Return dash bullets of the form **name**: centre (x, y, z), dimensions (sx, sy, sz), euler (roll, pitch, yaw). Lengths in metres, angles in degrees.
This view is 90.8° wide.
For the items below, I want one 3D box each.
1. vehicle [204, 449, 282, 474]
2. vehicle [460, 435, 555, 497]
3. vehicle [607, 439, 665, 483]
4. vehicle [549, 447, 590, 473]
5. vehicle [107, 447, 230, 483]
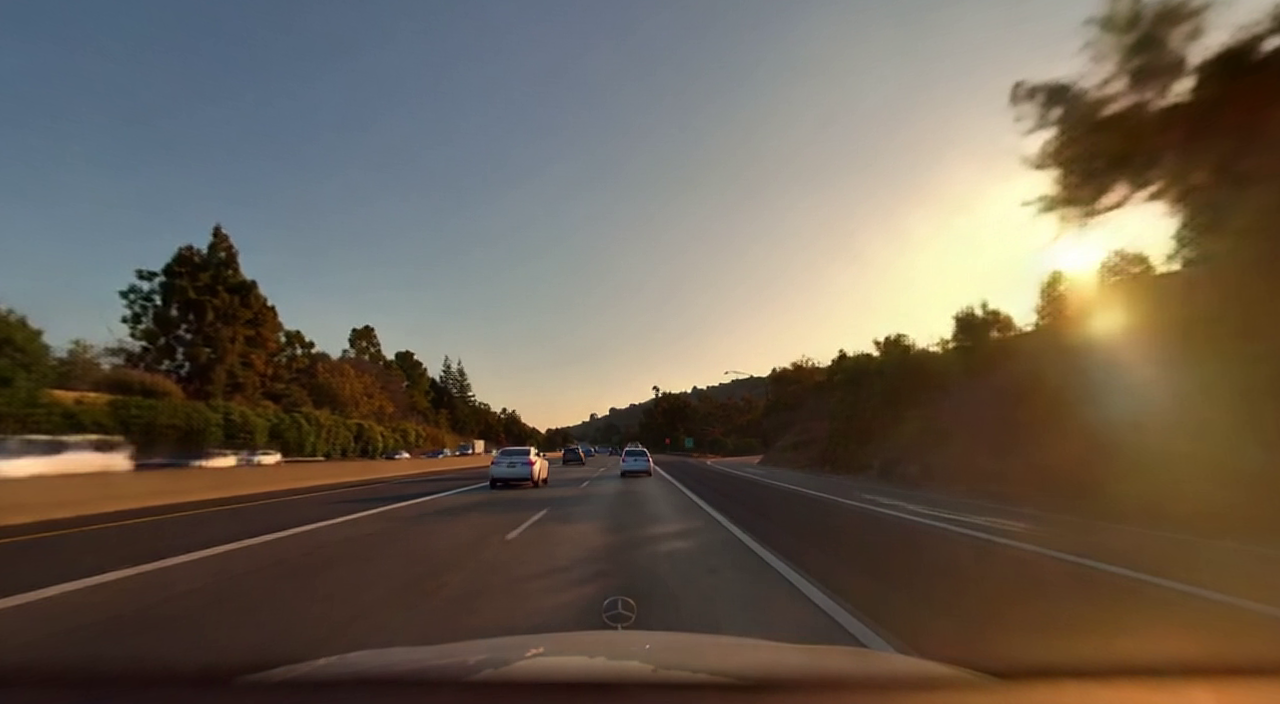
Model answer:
- **vehicle**: centre (-25.186, 6.934, 40.296), dimensions (1.861, 1.467, 4.782), euler (0, -8, 0)
- **vehicle**: centre (-4.057, 3.569, 20.154), dimensions (2.044, 1.717, 4.421), euler (0, -9, 1)
- **vehicle**: centre (-0.191, 4.765, 27.978), dimensions (2.378, 1.750, 4.355), euler (0, -9, -1)
- **vehicle**: centre (-4.319, 6.636, 39.124), dimensions (2.084, 1.528, 4.094), euler (0, -9, 0)
- **vehicle**: centre (-20.863, 4.982, 28.254), dimensions (1.907, 1.462, 4.688), euler (0, -8, 0)
